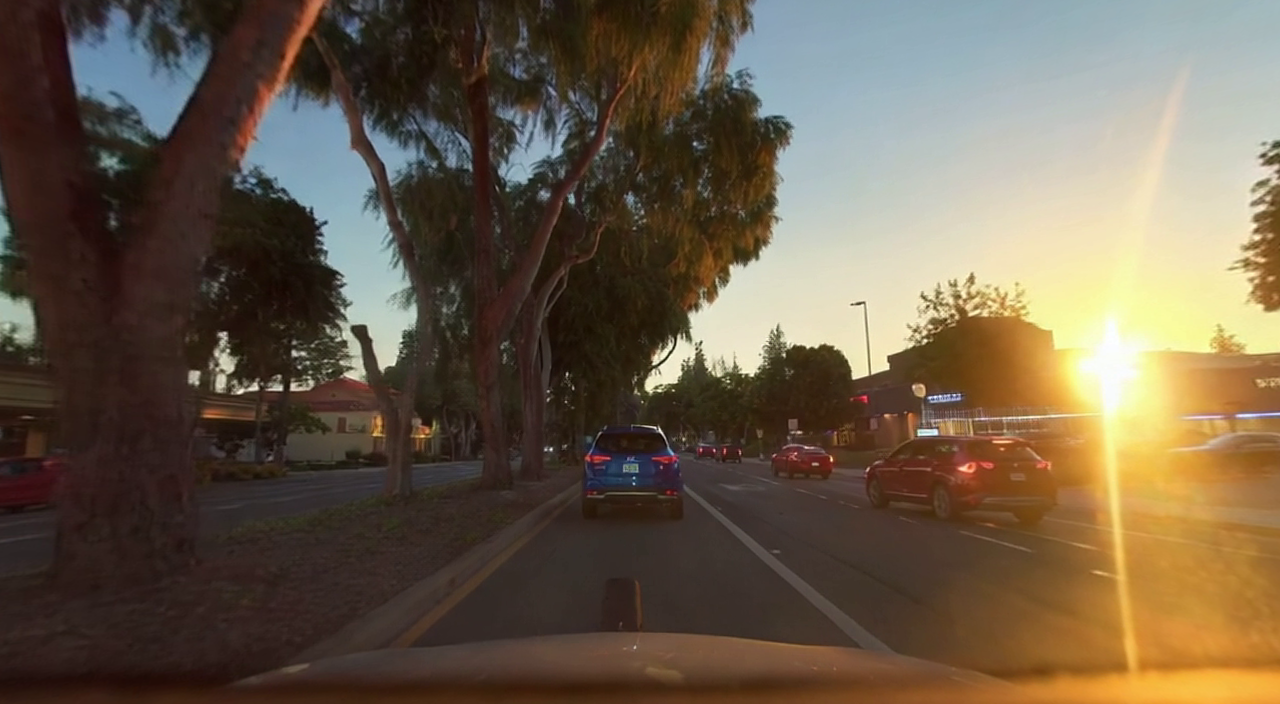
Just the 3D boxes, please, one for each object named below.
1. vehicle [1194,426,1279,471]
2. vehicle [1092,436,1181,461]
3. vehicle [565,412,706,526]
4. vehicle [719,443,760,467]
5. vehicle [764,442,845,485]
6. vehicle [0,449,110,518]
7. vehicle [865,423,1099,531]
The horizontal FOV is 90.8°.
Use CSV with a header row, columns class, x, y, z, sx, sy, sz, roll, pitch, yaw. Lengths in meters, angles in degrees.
class,x,y,z,sx,sy,sz,roll,pitch,yaw
vehicle,27.248,4.245,27.797,1.878,1.838,4.118,0,-9,0
vehicle,33.224,6.474,42.454,1.959,1.580,4.873,0,-9,0
vehicle,-0.088,2.253,12.620,2.320,1.880,4.192,0,-9,-1
vehicle,6.550,6.825,42.086,1.914,1.523,4.287,0,-9,-2
vehicle,6.462,4.422,25.406,2.035,1.553,4.465,0,-9,0
vehicle,-19.246,3.864,18.793,2.302,1.939,5.221,0,-9,1
vehicle,6.259,2.332,12.352,2.056,1.703,4.428,0,-9,0
